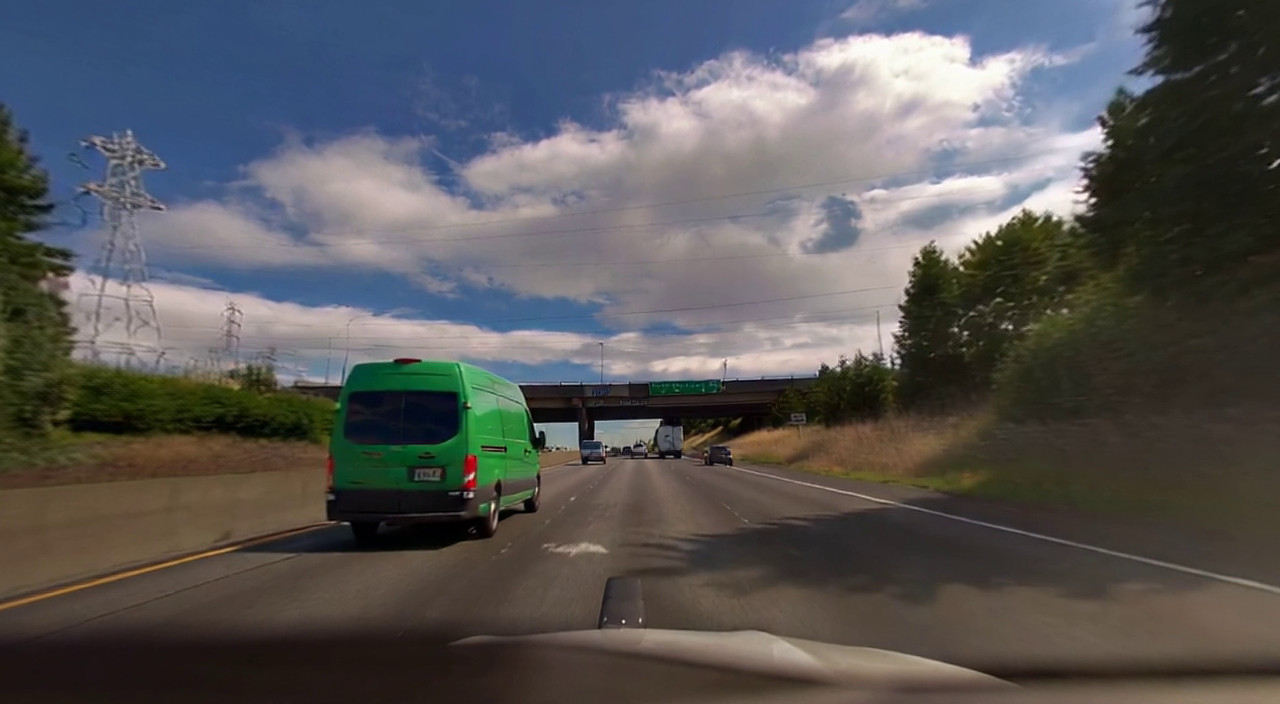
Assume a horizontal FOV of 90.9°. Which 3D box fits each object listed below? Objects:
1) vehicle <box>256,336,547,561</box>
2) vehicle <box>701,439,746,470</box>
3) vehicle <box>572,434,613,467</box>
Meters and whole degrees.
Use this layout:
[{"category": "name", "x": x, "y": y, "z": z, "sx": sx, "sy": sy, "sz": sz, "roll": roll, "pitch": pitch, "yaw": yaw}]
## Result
[{"category": "vehicle", "x": -3.205, "y": 1.558, "z": 10.347, "sx": 2.451, "sy": 2.627, "sz": 5.868, "roll": 0, "pitch": -9, "yaw": 0}, {"category": "vehicle", "x": 4.706, "y": 5.883, "z": 36.164, "sx": 1.936, "sy": 1.664, "sz": 4.198, "roll": 0, "pitch": -9, "yaw": -1}, {"category": "vehicle", "x": -3.078, "y": 6.605, "z": 42.172, "sx": 2.334, "sy": 2.051, "sz": 4.900, "roll": 0, "pitch": -9, "yaw": 1}]
